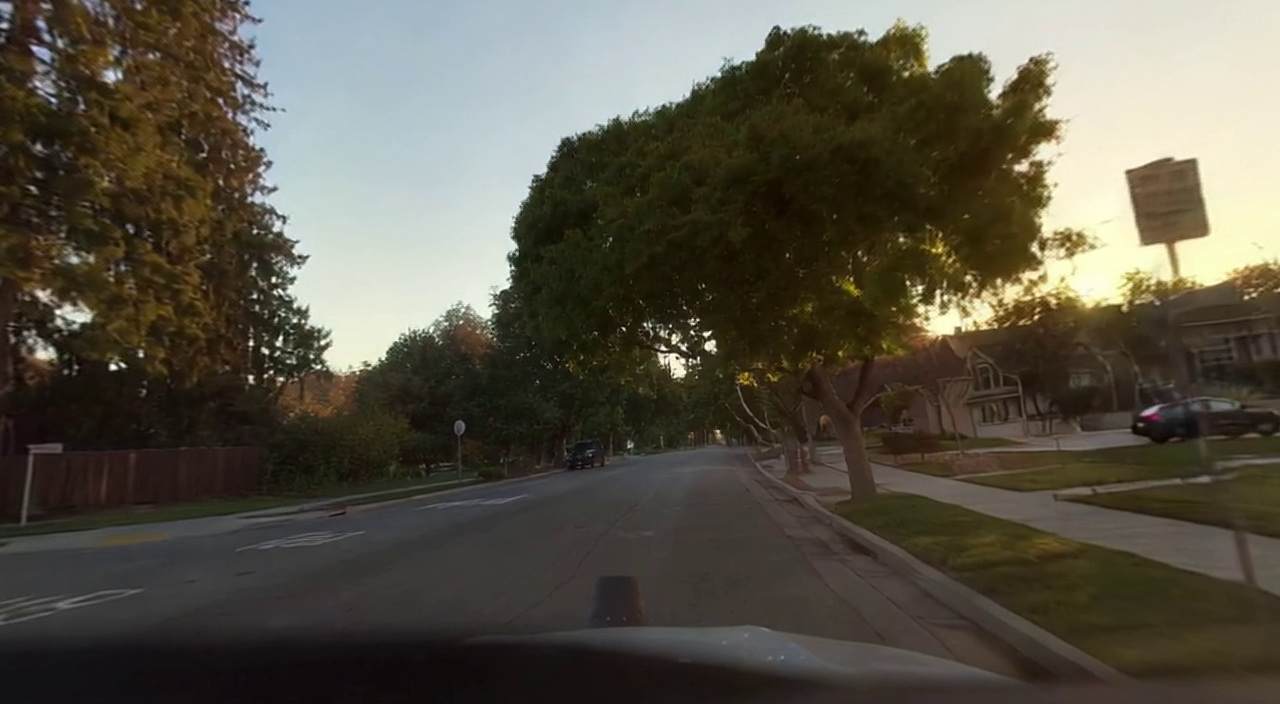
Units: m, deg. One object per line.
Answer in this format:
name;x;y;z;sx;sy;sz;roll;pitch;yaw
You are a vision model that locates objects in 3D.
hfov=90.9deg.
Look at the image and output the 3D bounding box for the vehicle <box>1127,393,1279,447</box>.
vehicle;18.958;2.408;21.556;1.806;1.481;4.671;-7;-10;14
